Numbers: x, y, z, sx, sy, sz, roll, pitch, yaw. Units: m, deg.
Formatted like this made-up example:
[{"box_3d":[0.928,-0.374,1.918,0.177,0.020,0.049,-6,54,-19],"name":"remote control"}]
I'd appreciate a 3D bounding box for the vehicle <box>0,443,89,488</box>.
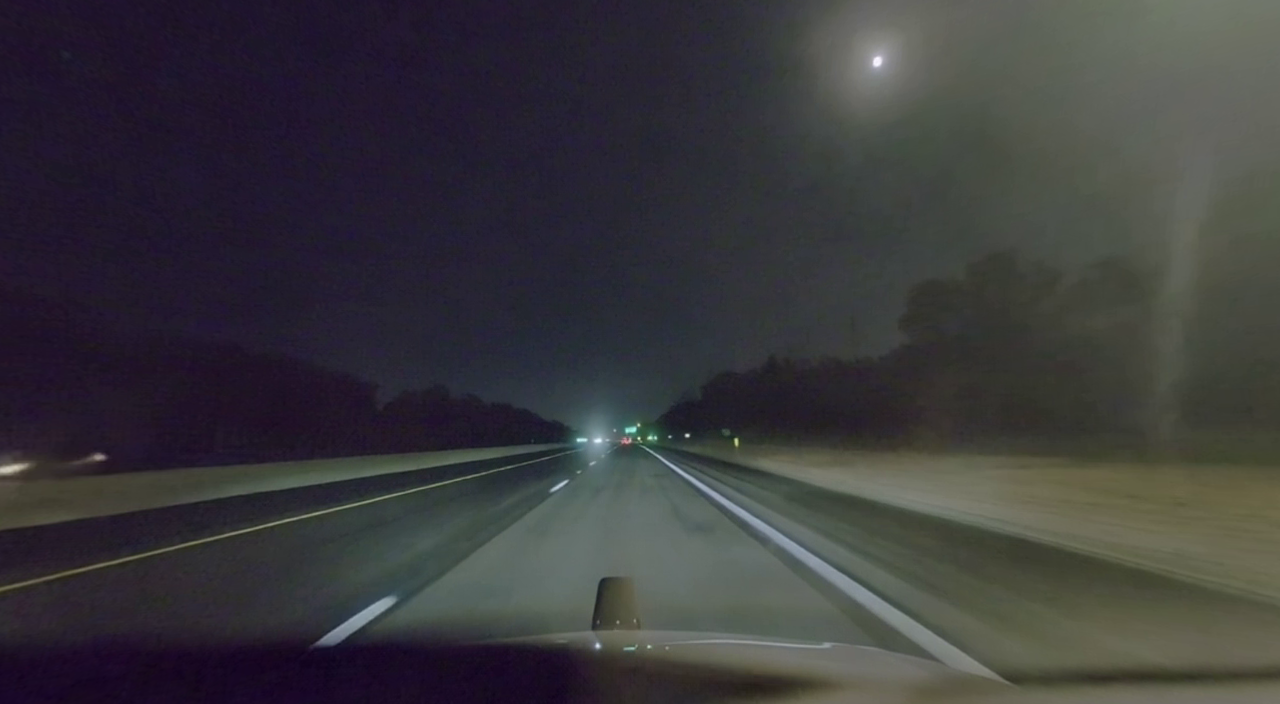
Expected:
[{"box_3d":[-23.211,4.161,23.185,1.858,1.508,4.267,0,-8,0],"name":"vehicle"}]
